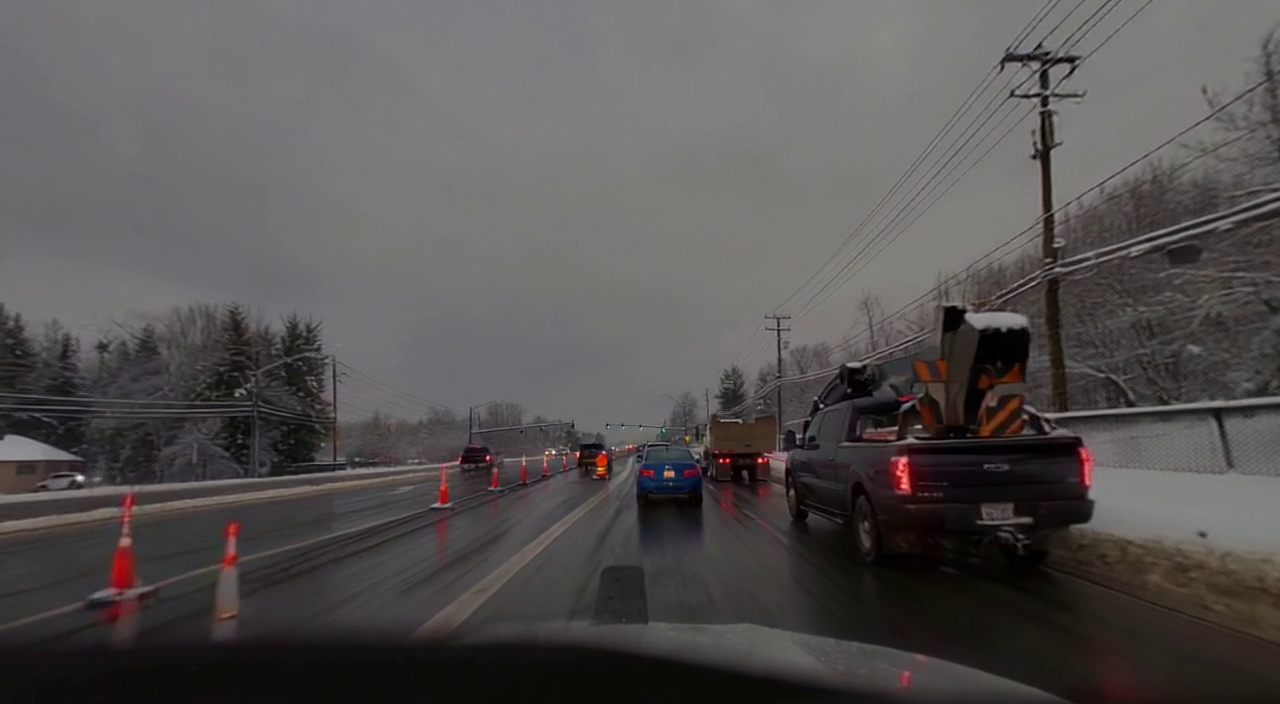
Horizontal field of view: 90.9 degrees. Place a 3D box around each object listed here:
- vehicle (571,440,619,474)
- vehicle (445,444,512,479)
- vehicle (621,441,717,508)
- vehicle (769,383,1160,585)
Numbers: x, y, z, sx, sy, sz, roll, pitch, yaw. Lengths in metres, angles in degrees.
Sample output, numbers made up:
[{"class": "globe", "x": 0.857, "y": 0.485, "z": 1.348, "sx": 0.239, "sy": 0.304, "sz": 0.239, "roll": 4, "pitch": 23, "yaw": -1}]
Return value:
[{"class": "vehicle", "x": -2.340, "y": 5.629, "z": 33.990, "sx": 1.989, "sy": 1.729, "sz": 4.184, "roll": -1, "pitch": -8, "yaw": 4}, {"class": "vehicle", "x": -7.574, "y": 5.182, "z": 30.152, "sx": 2.018, "sy": 1.490, "sz": 4.926, "roll": 0, "pitch": -8, "yaw": -1}, {"class": "vehicle", "x": 0.673, "y": 3.038, "z": 16.167, "sx": 2.128, "sy": 1.473, "sz": 4.272, "roll": 0, "pitch": -8, "yaw": 1}, {"class": "vehicle", "x": 3.882, "y": 1.776, "z": 9.483, "sx": 2.555, "sy": 2.017, "sz": 6.201, "roll": 0, "pitch": -9, "yaw": 0}]
